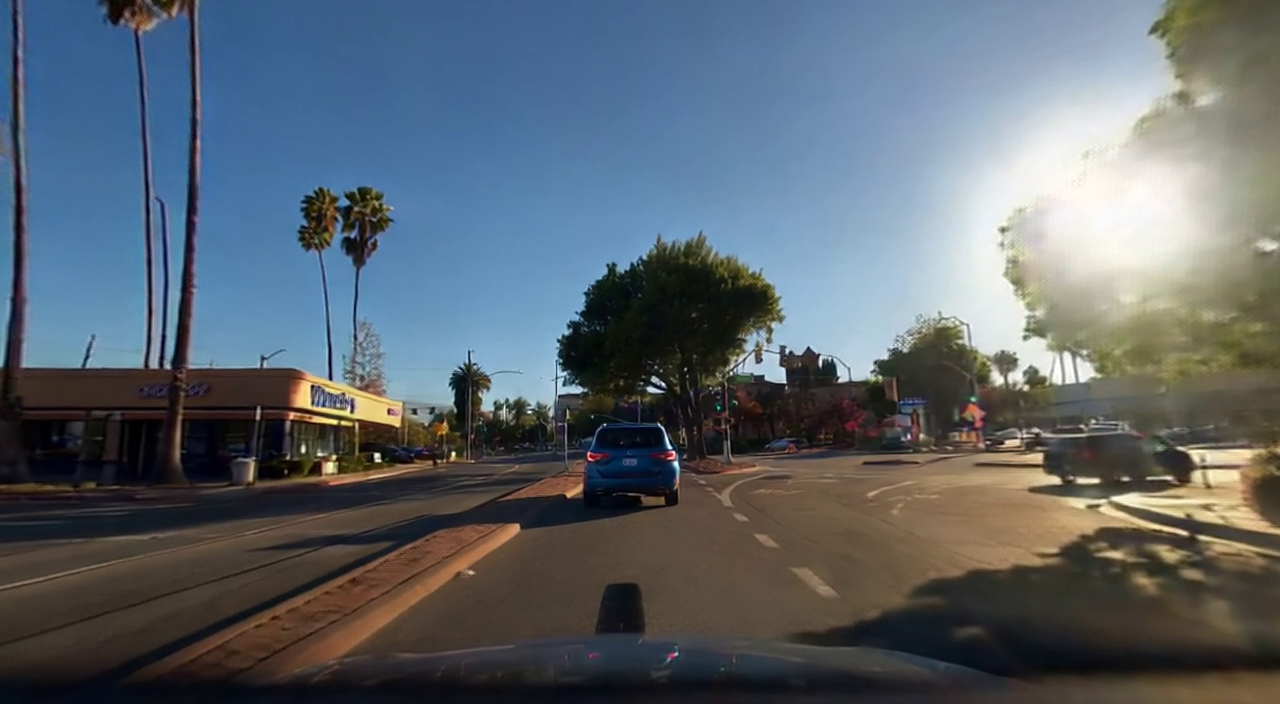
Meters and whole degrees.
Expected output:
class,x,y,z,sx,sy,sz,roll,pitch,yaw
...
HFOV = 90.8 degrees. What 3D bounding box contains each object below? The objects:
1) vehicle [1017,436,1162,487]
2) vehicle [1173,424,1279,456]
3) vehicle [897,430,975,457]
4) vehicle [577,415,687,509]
class,x,y,z,sx,sy,sz,roll,pitch,yaw
vehicle,15.343,3.672,21.572,4.542,1.560,2.086,4,-9,-28
vehicle,32.479,4.890,34.975,4.167,1.655,1.841,-5,-10,32
vehicle,21.719,6.753,46.455,4.852,1.847,1.983,-6,-10,33
vehicle,-0.095,2.629,15.516,2.263,1.932,4.709,0,-8,2
